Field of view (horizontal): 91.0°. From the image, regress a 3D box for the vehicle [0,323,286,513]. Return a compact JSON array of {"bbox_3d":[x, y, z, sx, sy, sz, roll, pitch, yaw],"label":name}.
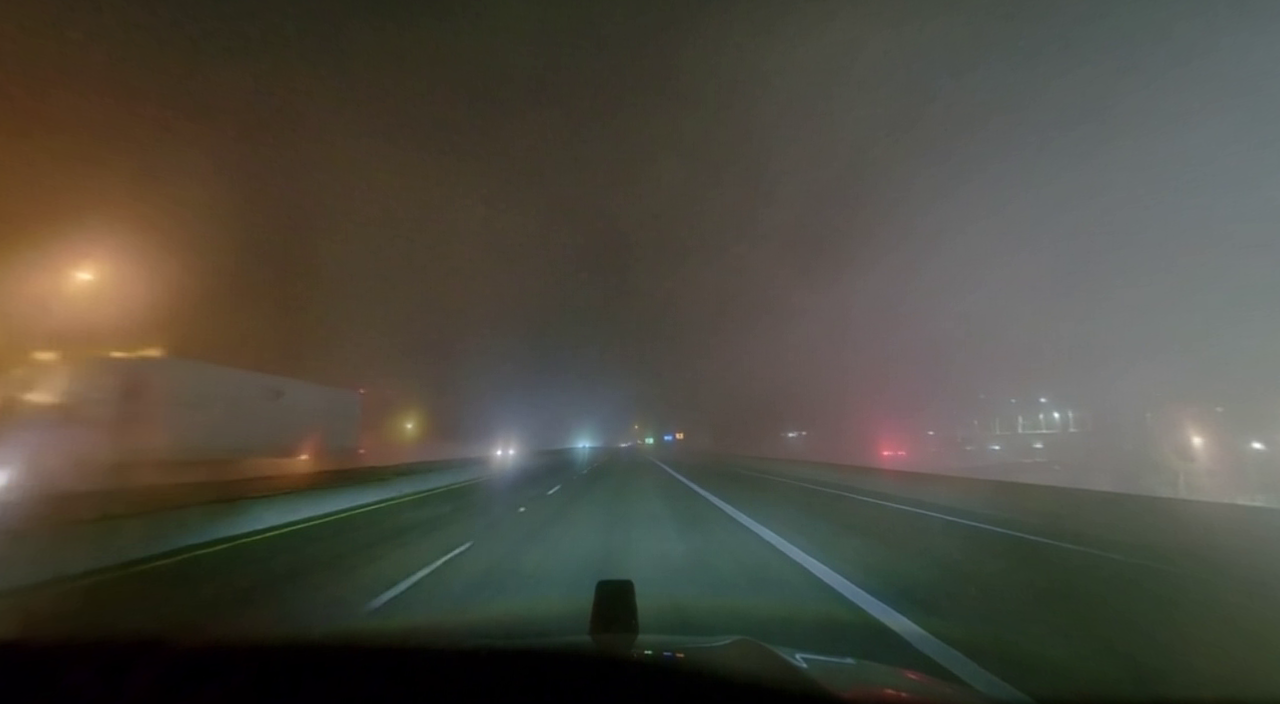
[{"bbox_3d":[-16.575,2.329,20.610,3.837,4.617,10.494,0,-8,-1],"label":"vehicle"}]
